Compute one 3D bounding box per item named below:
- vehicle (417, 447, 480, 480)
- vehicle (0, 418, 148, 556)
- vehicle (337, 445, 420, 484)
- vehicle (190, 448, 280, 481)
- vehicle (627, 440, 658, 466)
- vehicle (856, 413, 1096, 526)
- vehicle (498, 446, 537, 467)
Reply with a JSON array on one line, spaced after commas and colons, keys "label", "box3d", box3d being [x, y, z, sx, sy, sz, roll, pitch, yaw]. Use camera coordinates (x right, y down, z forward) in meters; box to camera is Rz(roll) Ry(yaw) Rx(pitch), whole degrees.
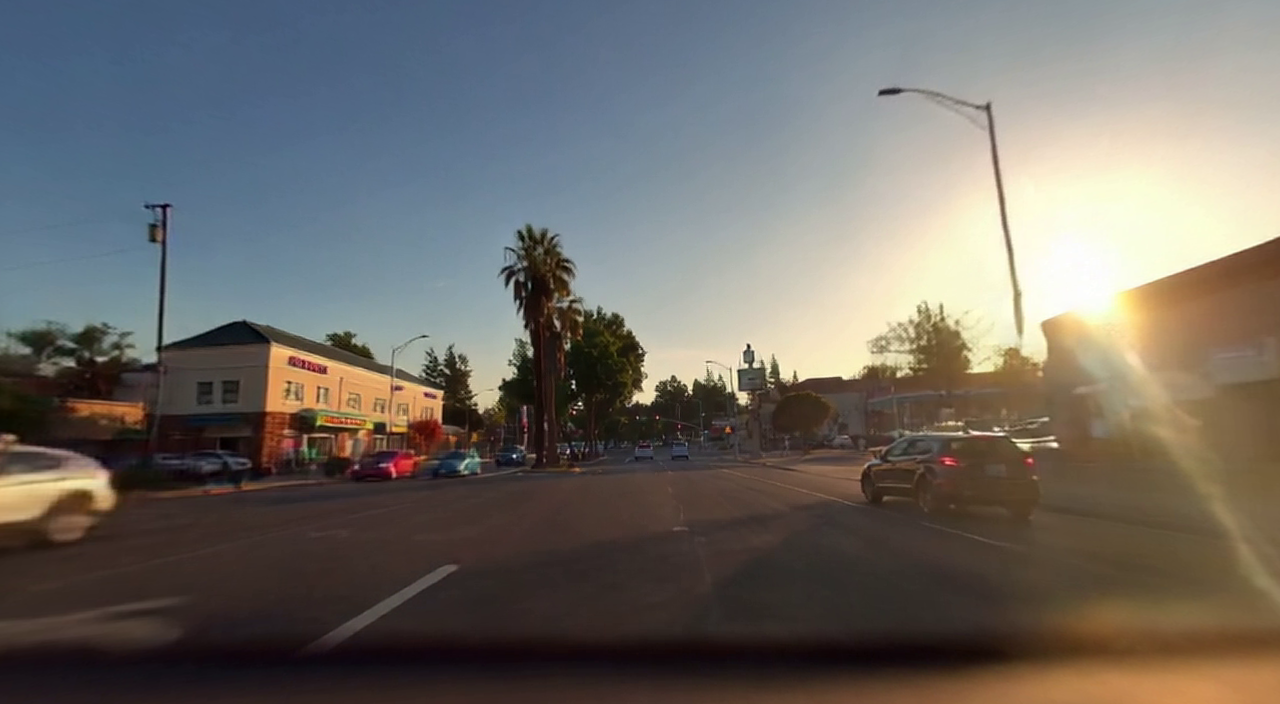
[{"label": "vehicle", "box3d": [-9.104, 5.311, 30.421, 1.806, 1.444, 3.606, -1, -9, 2]}, {"label": "vehicle", "box3d": [-9.390, 1.757, 8.147, 2.042, 1.782, 4.919, -1, -9, 1]}, {"label": "vehicle", "box3d": [-12.541, 5.380, 30.686, 2.082, 1.720, 4.316, -1, -9, 1]}, {"label": "vehicle", "box3d": [-22.999, 6.370, 36.200, 1.992, 1.763, 4.726, 0, -9, 0]}, {"label": "vehicle", "box3d": [0.203, 7.376, 46.215, 2.177, 1.754, 3.815, 0, -9, 0]}, {"label": "vehicle", "box3d": [6.307, 2.277, 12.784, 2.066, 1.807, 4.893, 0, -9, -1]}, {"label": "vehicle", "box3d": [-9.167, 7.864, 47.674, 1.931, 1.479, 4.555, -1, -9, 2]}]
